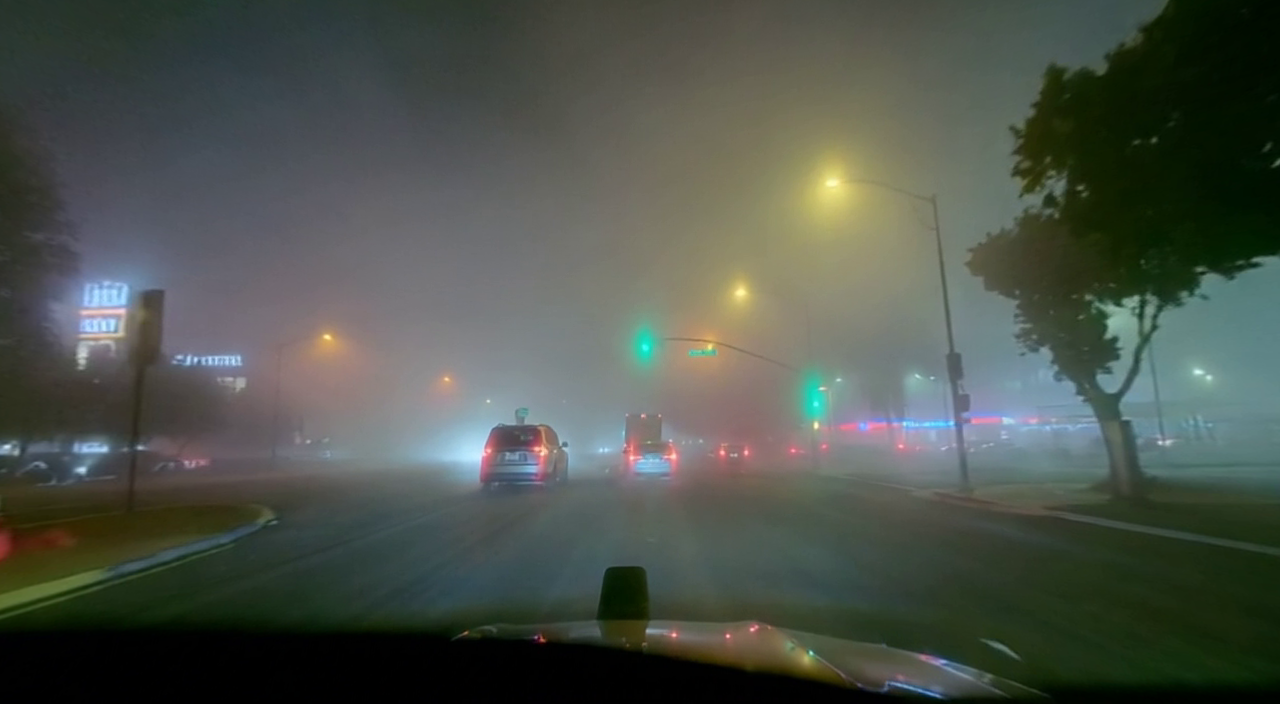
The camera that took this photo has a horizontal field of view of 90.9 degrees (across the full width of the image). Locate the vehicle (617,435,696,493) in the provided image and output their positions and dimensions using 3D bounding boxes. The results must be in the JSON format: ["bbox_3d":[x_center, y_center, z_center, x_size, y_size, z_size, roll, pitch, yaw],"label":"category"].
[{"bbox_3d":[0.414,3.224,18.500,2.061,1.494,4.079,0,-8,0],"label":"vehicle"}]

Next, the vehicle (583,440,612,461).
[{"bbox_3d":[-3.160,7.365,47.191,1.902,1.522,3.523,0,-8,0],"label":"vehicle"}]

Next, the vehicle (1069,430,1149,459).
[{"bbox_3d":[32.871,6.439,44.130,5.720,1.822,2.307,3,-9,-30],"label":"vehicle"}]

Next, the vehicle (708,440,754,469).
[{"bbox_3d":[5.004,5.675,35.192,1.900,1.507,4.151,0,-8,0],"label":"vehicle"}]

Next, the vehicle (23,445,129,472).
[{"bbox_3d":[-30.771,5.798,34.458,3.979,1.442,1.793,0,-8,0],"label":"vehicle"}]

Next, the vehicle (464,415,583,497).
[{"bbox_3d":[-3.012,2.862,17.642,2.289,1.935,5.227,0,-8,0],"label":"vehicle"}]
